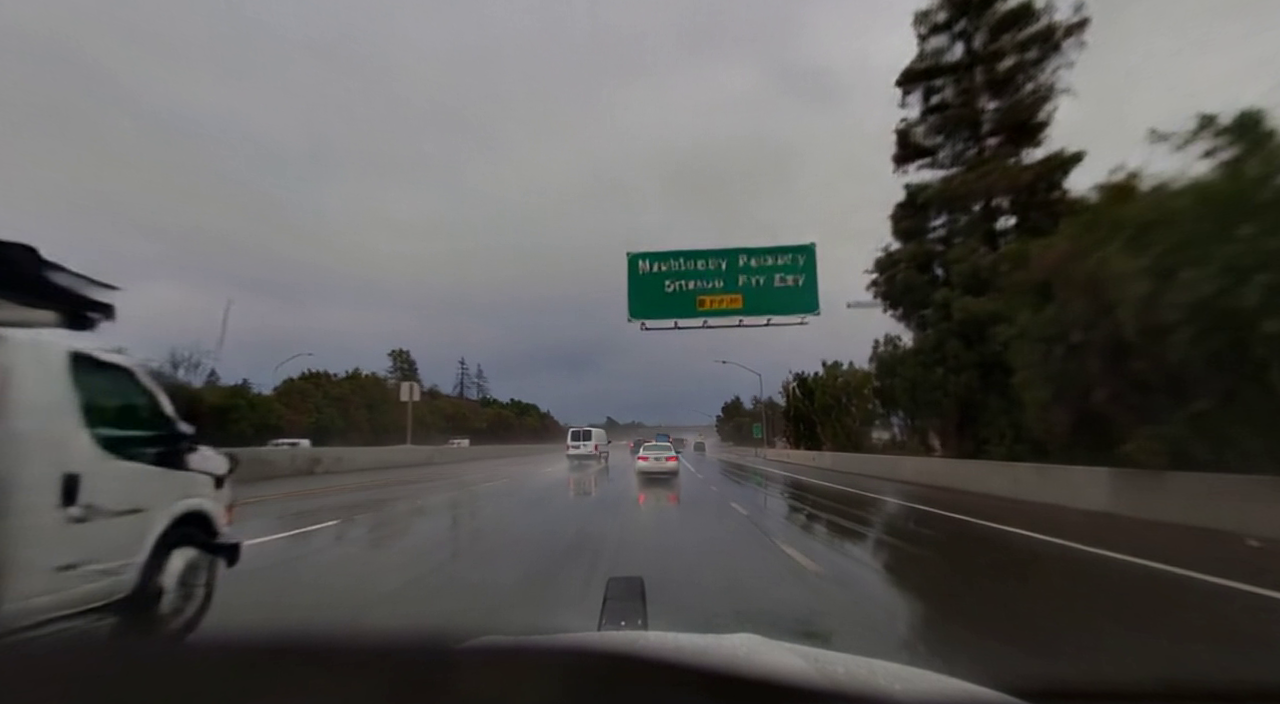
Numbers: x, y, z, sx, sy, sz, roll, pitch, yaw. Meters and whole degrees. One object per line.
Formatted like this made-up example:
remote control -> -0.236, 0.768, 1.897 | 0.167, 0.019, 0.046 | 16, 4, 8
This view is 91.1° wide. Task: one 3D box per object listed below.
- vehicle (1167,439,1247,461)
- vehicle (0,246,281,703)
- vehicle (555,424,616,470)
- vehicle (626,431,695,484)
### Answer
vehicle -> 38.910, 6.699, 43.180 | 1.757, 1.441, 3.590 | 2, -9, -13
vehicle -> -3.900, 0.476, 1.901 | 2.292, 2.070, 5.532 | 0, -8, 0
vehicle -> -2.654, 4.867, 32.288 | 2.526, 2.146, 5.594 | 0, -8, 1
vehicle -> 0.673, 3.676, 22.146 | 2.165, 1.653, 4.456 | 0, -8, 1
